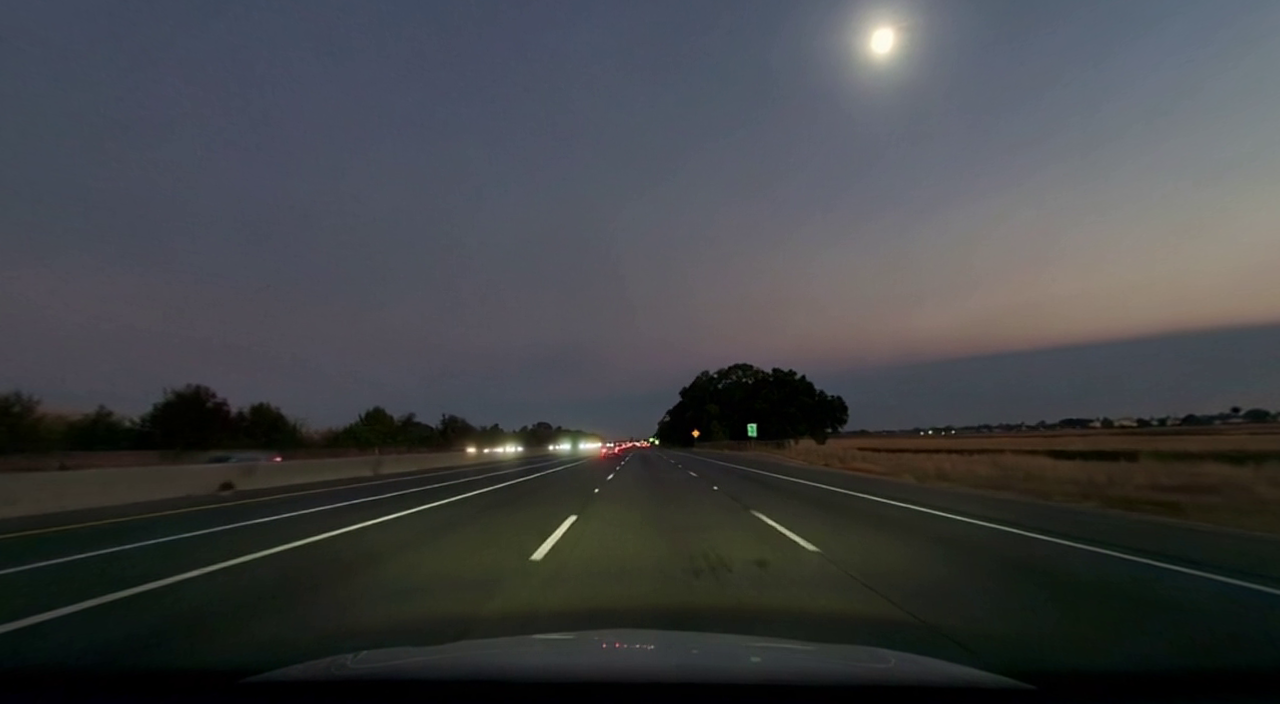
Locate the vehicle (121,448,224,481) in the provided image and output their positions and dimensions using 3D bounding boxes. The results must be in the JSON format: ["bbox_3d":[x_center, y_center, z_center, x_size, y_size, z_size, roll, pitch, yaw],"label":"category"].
[{"bbox_3d":[-24.732,5.929,33.542,1.924,1.602,4.570,0,-9,0],"label":"vehicle"}]

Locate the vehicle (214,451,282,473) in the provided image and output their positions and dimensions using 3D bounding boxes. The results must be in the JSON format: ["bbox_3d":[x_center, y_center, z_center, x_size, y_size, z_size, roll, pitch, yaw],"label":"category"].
[{"bbox_3d":[-29.057,8.169,46.880,1.834,1.510,4.854,0,-9,1],"label":"vehicle"}]
